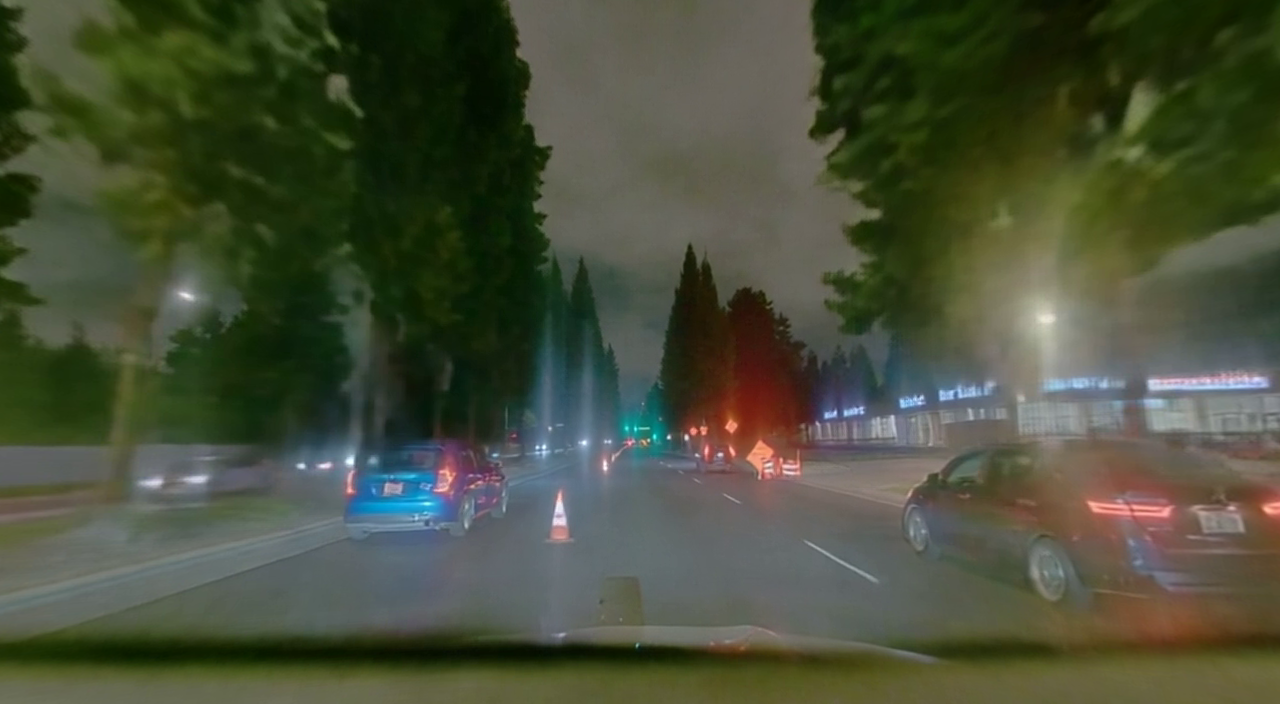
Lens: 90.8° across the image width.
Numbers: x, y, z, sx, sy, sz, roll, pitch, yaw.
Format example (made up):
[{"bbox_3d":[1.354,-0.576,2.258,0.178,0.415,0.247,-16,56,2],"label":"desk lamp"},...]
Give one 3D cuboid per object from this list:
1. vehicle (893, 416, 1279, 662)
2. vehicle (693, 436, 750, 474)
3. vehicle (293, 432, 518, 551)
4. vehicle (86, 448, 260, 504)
[{"bbox_3d":[4.066,1.426,5.823,1.827,1.491,3.743,0,-9,-1],"label":"vehicle"},{"bbox_3d":[4.069,5.238,32.332,2.159,1.793,4.735,0,-9,-2],"label":"vehicle"},{"bbox_3d":[-3.348,2.066,10.059,2.020,1.474,4.098,0,-9,0],"label":"vehicle"},{"bbox_3d":[-14.103,3.732,19.521,1.883,1.504,4.536,0,-9,1],"label":"vehicle"}]
